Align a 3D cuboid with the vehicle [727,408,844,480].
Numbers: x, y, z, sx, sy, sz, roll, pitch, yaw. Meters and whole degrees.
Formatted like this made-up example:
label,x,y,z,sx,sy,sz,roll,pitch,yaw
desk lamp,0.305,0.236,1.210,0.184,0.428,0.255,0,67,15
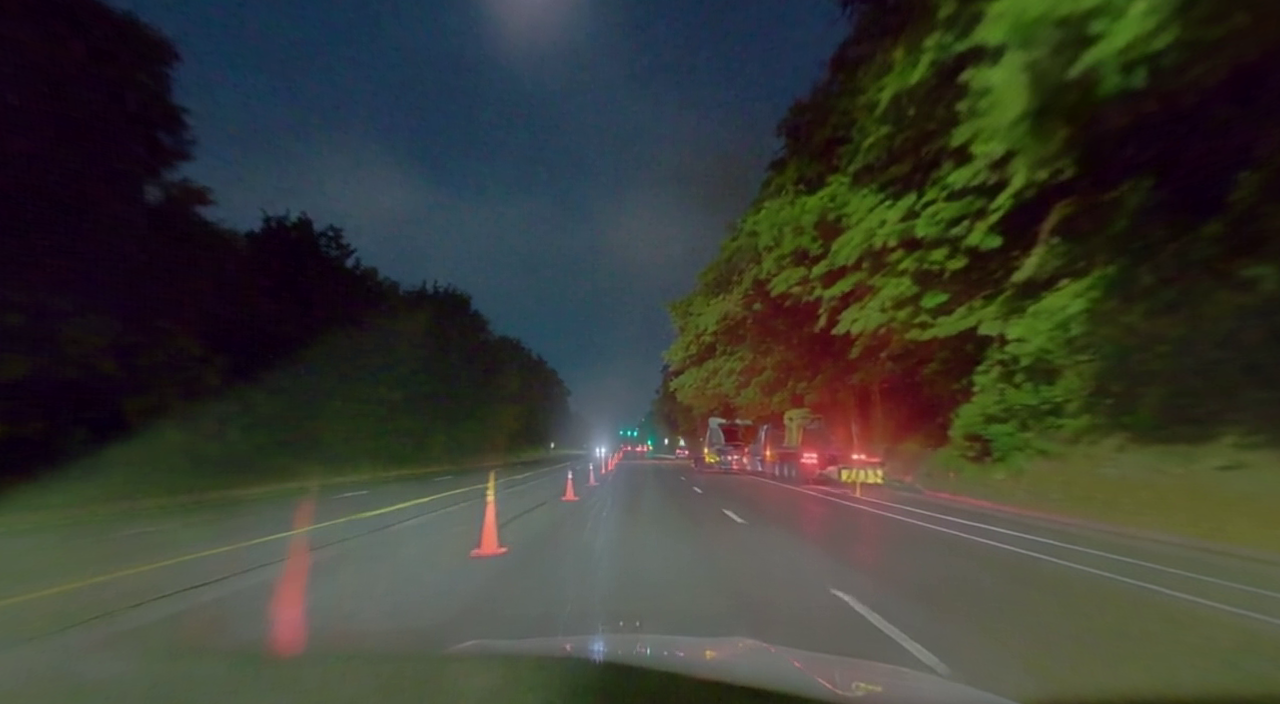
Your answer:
label,x,y,z,sx,sy,sz,roll,pitch,yaw
vehicle,6.388,4.125,28.362,2.390,2.899,4.603,6,-10,-35
